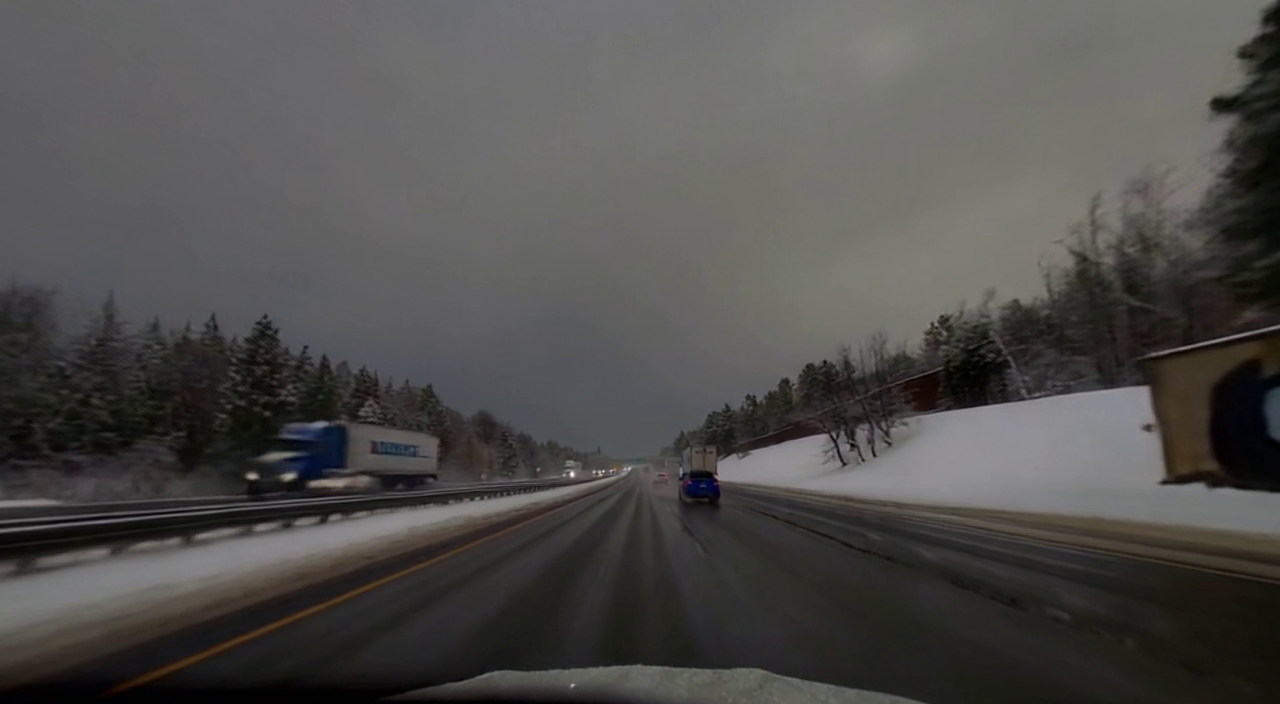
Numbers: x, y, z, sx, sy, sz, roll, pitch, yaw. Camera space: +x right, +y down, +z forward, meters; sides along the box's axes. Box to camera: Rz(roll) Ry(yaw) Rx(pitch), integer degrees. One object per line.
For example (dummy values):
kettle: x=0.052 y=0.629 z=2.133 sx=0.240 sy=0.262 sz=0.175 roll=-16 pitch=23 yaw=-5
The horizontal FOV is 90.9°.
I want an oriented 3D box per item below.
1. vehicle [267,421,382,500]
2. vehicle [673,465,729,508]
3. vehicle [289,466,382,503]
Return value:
vehicle: x=-17.305 y=6.076 z=35.126 sx=3.016 sy=3.955 sz=6.020 roll=1 pitch=-10 yaw=0
vehicle: x=2.544 y=5.704 z=27.001 sx=2.011 sy=1.574 sz=3.512 roll=2 pitch=-10 yaw=0
vehicle: x=-13.529 y=5.912 z=28.321 sx=1.914 sy=1.479 sz=4.291 roll=1 pitch=-11 yaw=1
